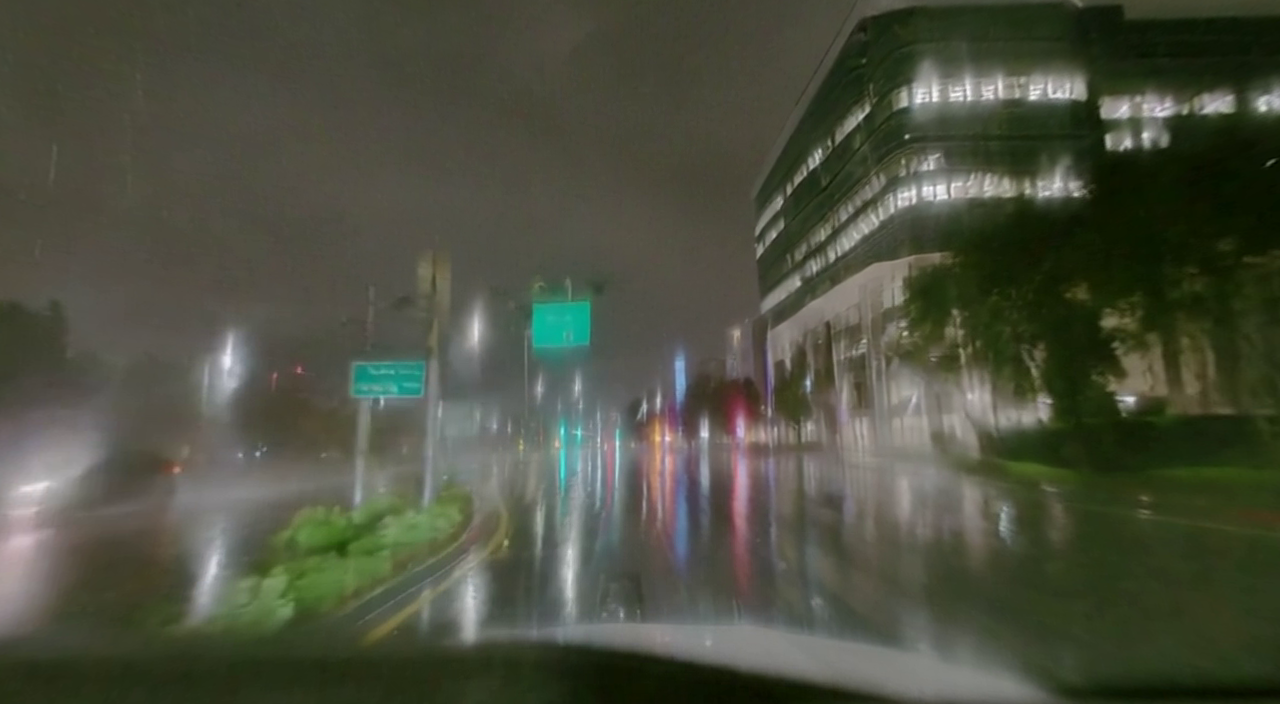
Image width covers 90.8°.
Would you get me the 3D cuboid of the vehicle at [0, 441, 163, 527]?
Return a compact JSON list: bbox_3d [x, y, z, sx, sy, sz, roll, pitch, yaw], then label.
[{"bbox_3d":[-14.326,3.036,15.021,2.105,1.774,4.800,0,-9,1],"label":"vehicle"}]
